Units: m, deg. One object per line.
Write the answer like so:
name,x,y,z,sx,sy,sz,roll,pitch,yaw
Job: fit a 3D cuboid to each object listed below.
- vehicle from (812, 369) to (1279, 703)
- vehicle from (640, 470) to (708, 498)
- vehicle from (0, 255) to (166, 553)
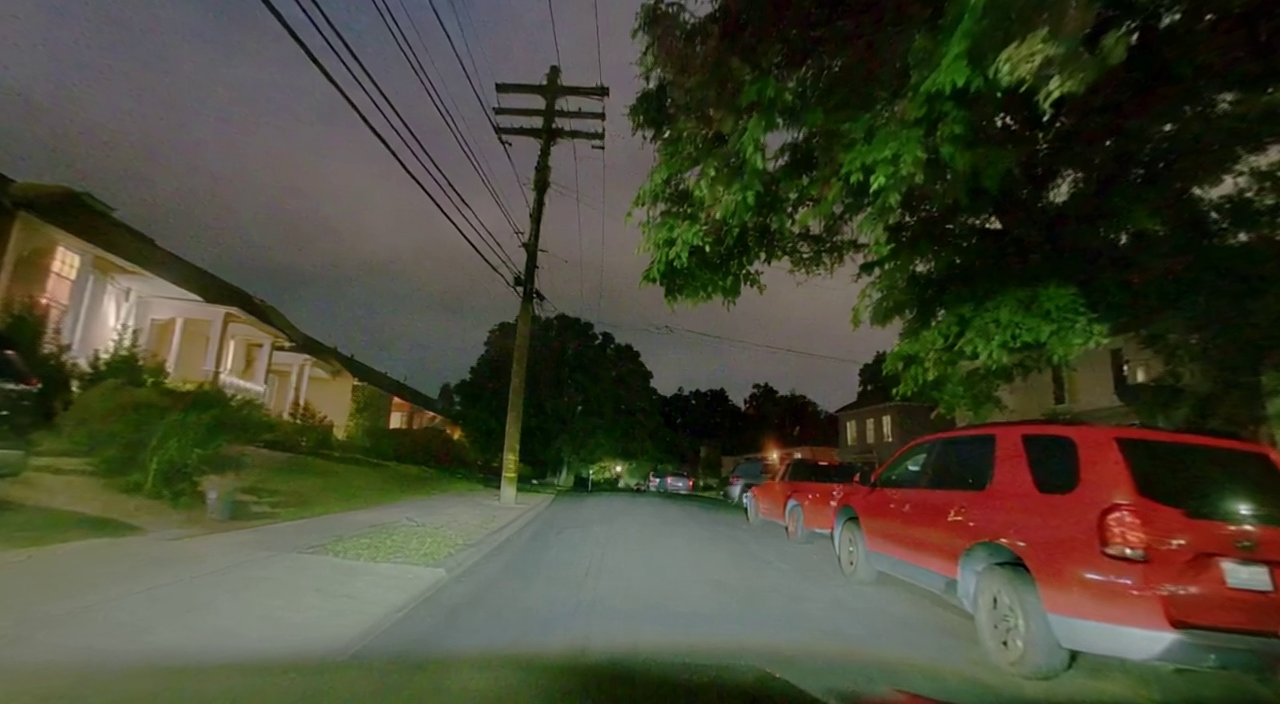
vehicle,3.201,1.323,5.121,2.076,1.780,4.959,0,-8,-2
vehicle,2.364,9.182,44.122,4.413,1.728,1.869,1,-9,-10
vehicle,-6.218,-0.061,3.801,4.827,1.771,2.042,10,-9,0
